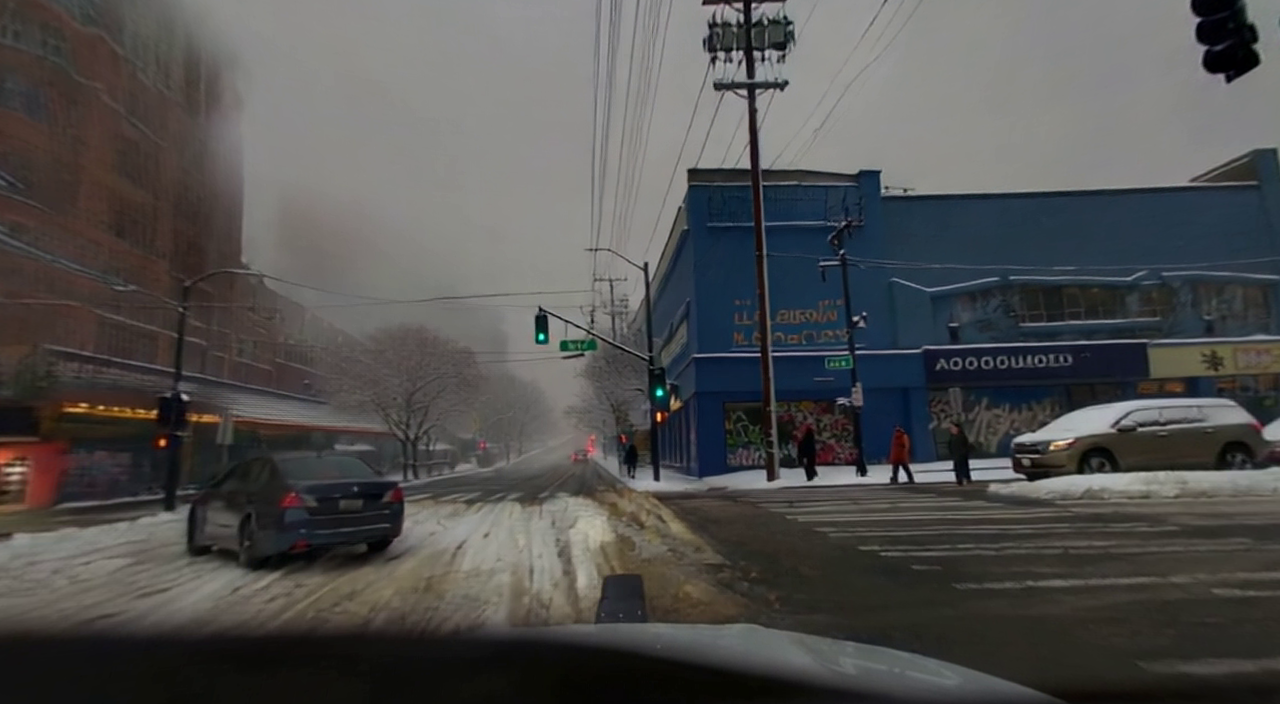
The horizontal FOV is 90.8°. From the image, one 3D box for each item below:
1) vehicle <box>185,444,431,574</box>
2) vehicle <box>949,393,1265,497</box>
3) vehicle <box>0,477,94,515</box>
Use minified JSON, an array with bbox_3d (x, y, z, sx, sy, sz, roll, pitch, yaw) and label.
[{"bbox_3d":[-5.186,2.157,9.569,2.097,1.457,4.439,8,-12,-42],"label":"vehicle"},{"bbox_3d":[9.747,1.967,13.525,4.970,1.972,2.372,1,-9,-6],"label":"vehicle"},{"bbox_3d":[-25.402,6.023,26.547,3.301,1.369,1.644,-1,-9,-5],"label":"vehicle"}]
